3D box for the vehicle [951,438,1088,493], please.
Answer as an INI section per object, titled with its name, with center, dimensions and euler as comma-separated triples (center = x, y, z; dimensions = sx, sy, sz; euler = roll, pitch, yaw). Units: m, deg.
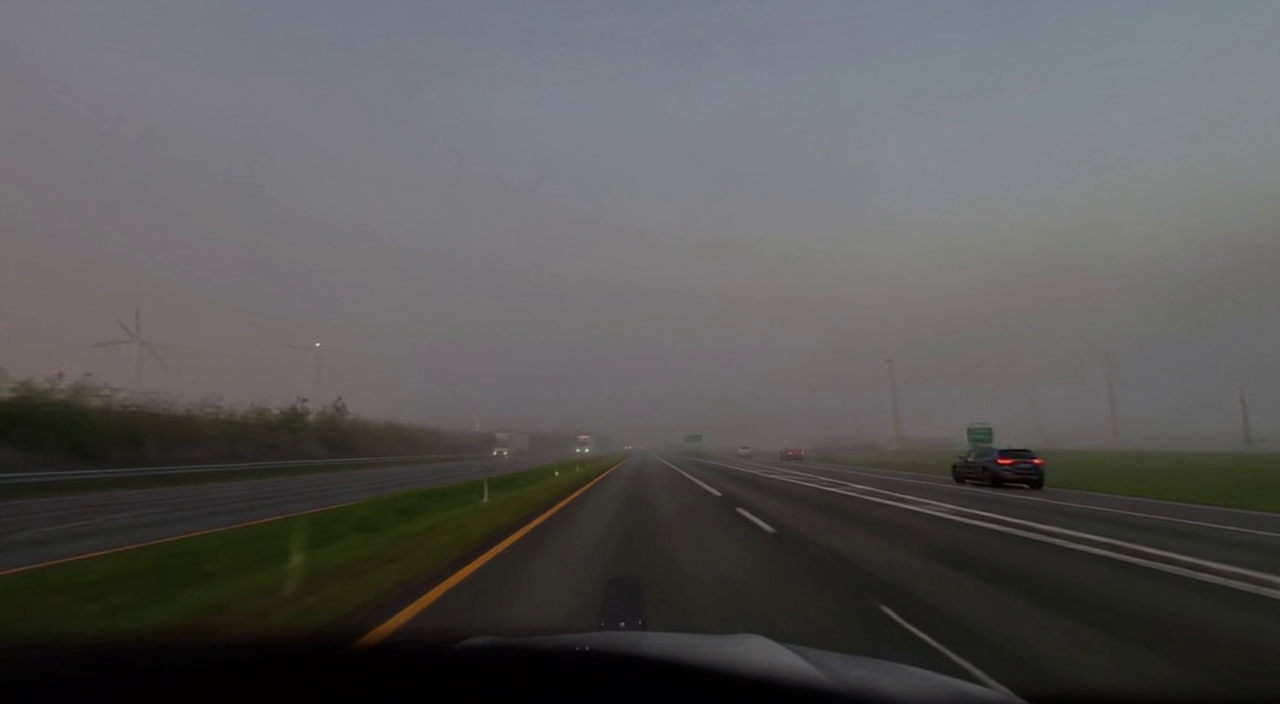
[vehicle]
center = 12.953, 3.896, 21.946
dimensions = 1.897, 1.669, 4.825
euler = 0, -9, 2
